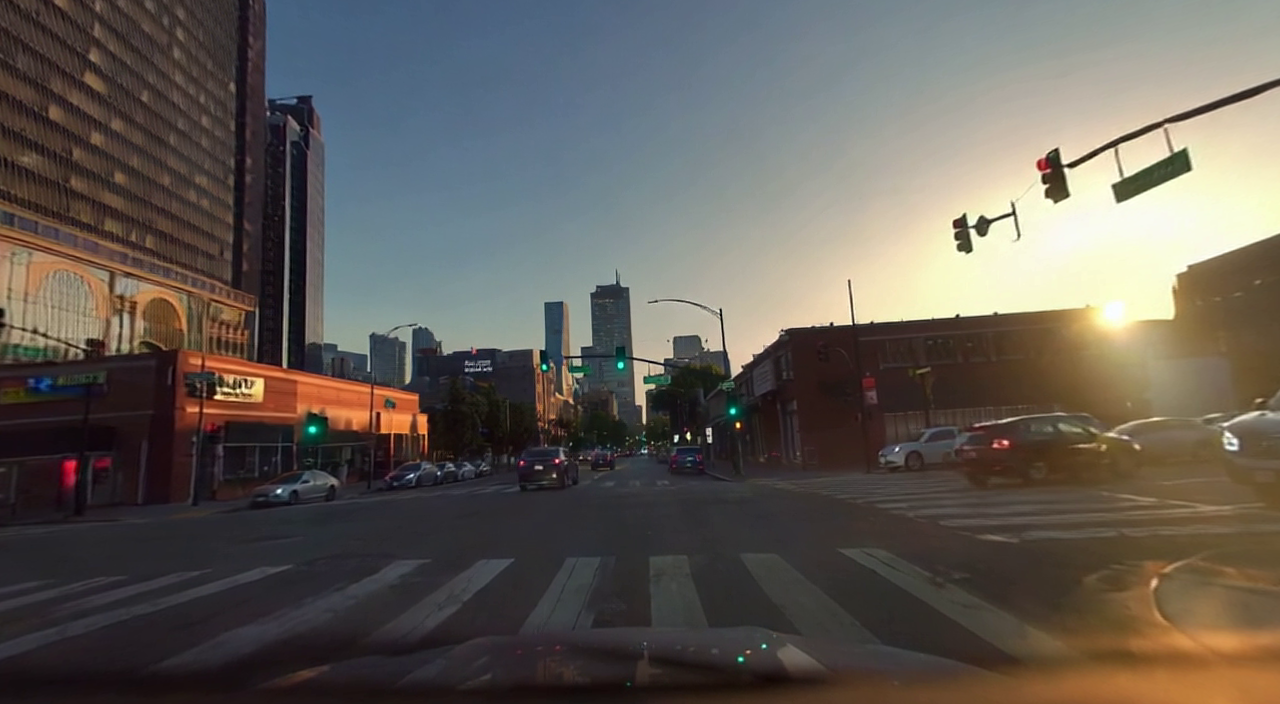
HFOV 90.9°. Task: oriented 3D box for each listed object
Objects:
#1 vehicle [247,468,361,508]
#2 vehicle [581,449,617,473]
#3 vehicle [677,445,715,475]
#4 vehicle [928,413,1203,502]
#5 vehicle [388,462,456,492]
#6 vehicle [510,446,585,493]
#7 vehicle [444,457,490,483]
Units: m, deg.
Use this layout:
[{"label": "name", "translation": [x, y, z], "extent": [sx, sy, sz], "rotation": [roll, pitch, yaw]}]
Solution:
[{"label": "vehicle", "translation": [-15.254, 6.169, 28.931], "extent": [1.999, 1.466, 4.535], "rotation": [-2, -9, 14]}, {"label": "vehicle", "translation": [-2.689, 7.305, 42.417], "extent": [1.916, 1.487, 4.535], "rotation": [-1, -8, 2]}, {"label": "vehicle", "translation": [3.460, 6.721, 39.544], "extent": [1.924, 1.765, 3.954], "rotation": [0, -8, -2]}, {"label": "vehicle", "translation": [8.310, 2.032, 12.401], "extent": [4.540, 1.480, 2.153], "rotation": [3, -9, -21]}, {"label": "vehicle", "translation": [-12.254, 7.015, 35.759], "extent": [1.934, 1.434, 4.636], "rotation": [-1, -8, 4]}, {"label": "vehicle", "translation": [-3.164, 4.107, 22.399], "extent": [1.973, 1.496, 3.713], "rotation": [-1, -8, 2]}, {"label": "vehicle", "translation": [-11.897, 8.094, 43.510], "extent": [1.933, 1.628, 3.973], "rotation": [-1, -8, 2]}]
